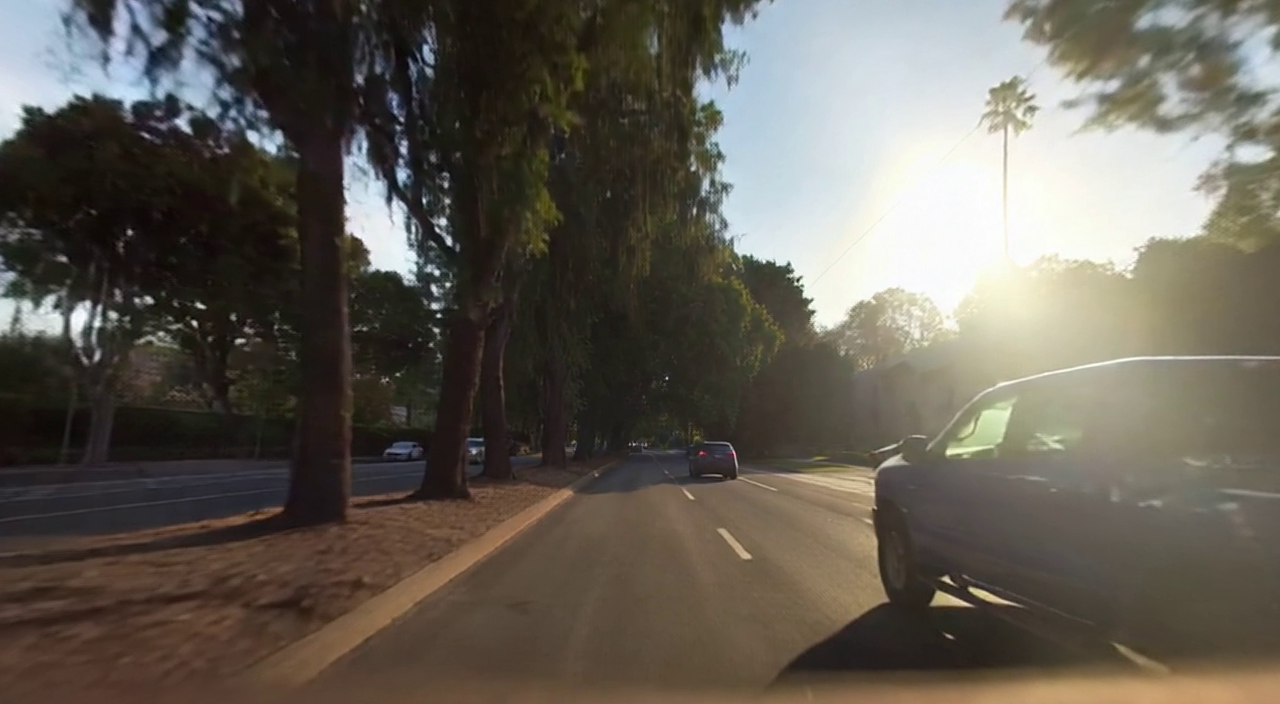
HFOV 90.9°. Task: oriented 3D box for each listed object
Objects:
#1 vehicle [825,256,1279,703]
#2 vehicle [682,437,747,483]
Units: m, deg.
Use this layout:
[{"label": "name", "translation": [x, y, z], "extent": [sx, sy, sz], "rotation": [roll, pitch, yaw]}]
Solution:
[{"label": "vehicle", "translation": [3.095, 0.921, 3.223], "extent": [2.553, 1.942, 5.679], "rotation": [0, -8, 0]}, {"label": "vehicle", "translation": [2.985, 4.449, 26.260], "extent": [2.108, 1.712, 4.616], "rotation": [0, -8, -1]}]
